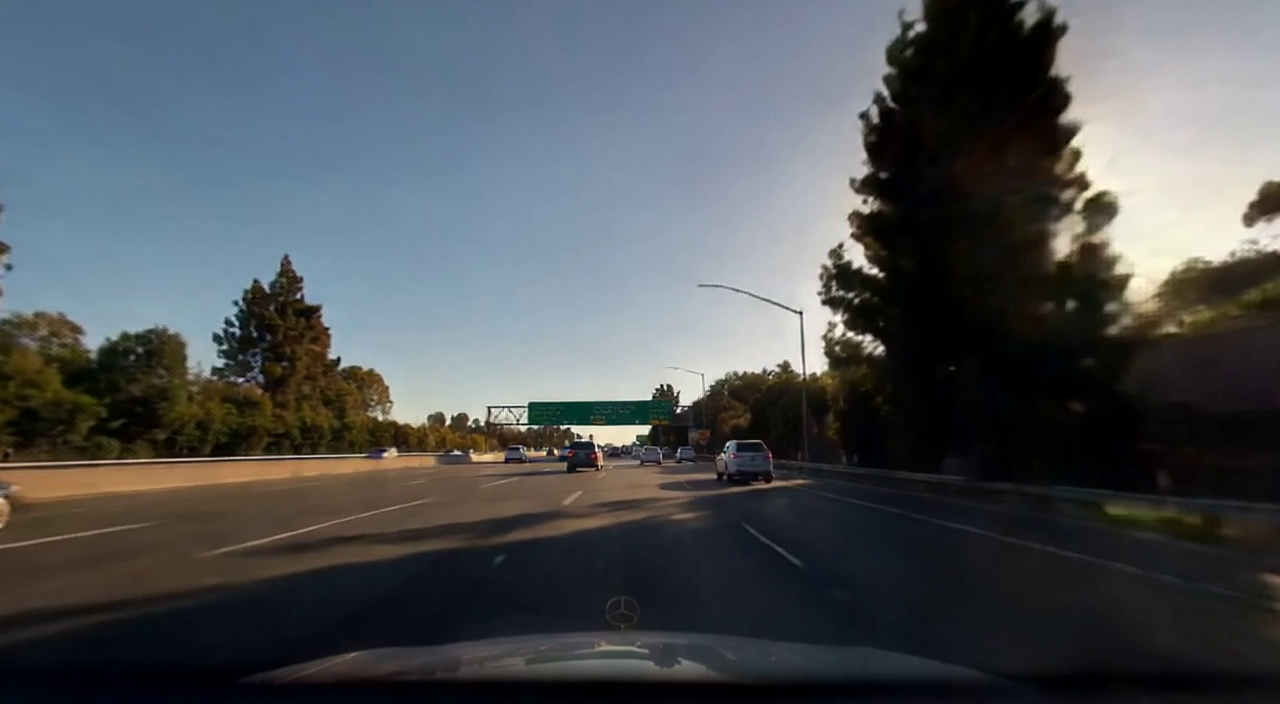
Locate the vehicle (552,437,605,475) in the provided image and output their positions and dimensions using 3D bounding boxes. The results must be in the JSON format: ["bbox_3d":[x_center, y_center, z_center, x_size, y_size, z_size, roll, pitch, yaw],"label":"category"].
[{"bbox_3d":[-3.337,5.828,35.462,2.449,1.929,5.503,0,-9,0],"label":"vehicle"}]

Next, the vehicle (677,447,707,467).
[{"bbox_3d":[4.004,8.135,48.933,1.929,1.485,4.482,0,-9,0],"label":"vehicle"}]

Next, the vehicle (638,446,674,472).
[{"bbox_3d":[0.985,6.711,39.761,2.126,1.529,4.438,0,-9,1],"label":"vehicle"}]

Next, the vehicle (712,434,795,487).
[{"bbox_3d":[4.152,4.090,23.968,2.218,1.776,4.807,0,-9,0],"label":"vehicle"}]
